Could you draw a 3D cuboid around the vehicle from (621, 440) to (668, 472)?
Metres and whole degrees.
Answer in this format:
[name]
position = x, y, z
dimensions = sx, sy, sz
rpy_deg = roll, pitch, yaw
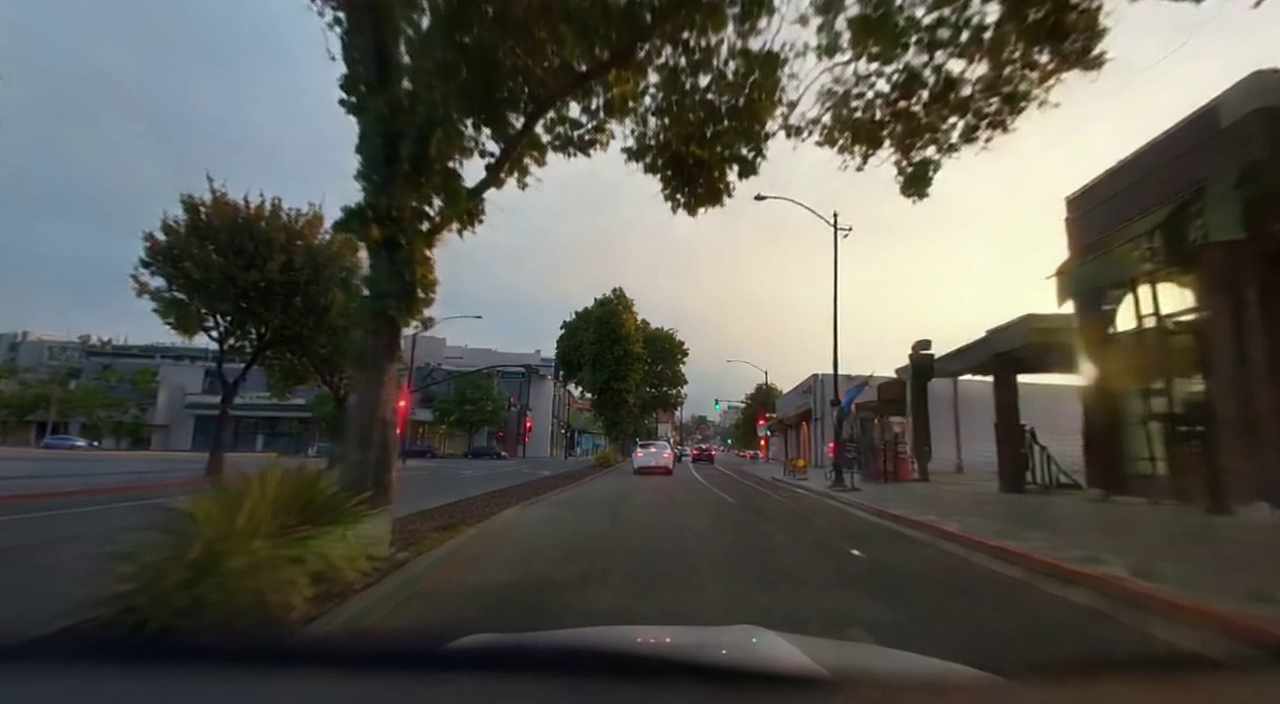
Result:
[vehicle]
position = 0.307, 5.255, 32.021
dimensions = 2.173, 1.479, 4.264
rpy_deg = -1, -9, 4
